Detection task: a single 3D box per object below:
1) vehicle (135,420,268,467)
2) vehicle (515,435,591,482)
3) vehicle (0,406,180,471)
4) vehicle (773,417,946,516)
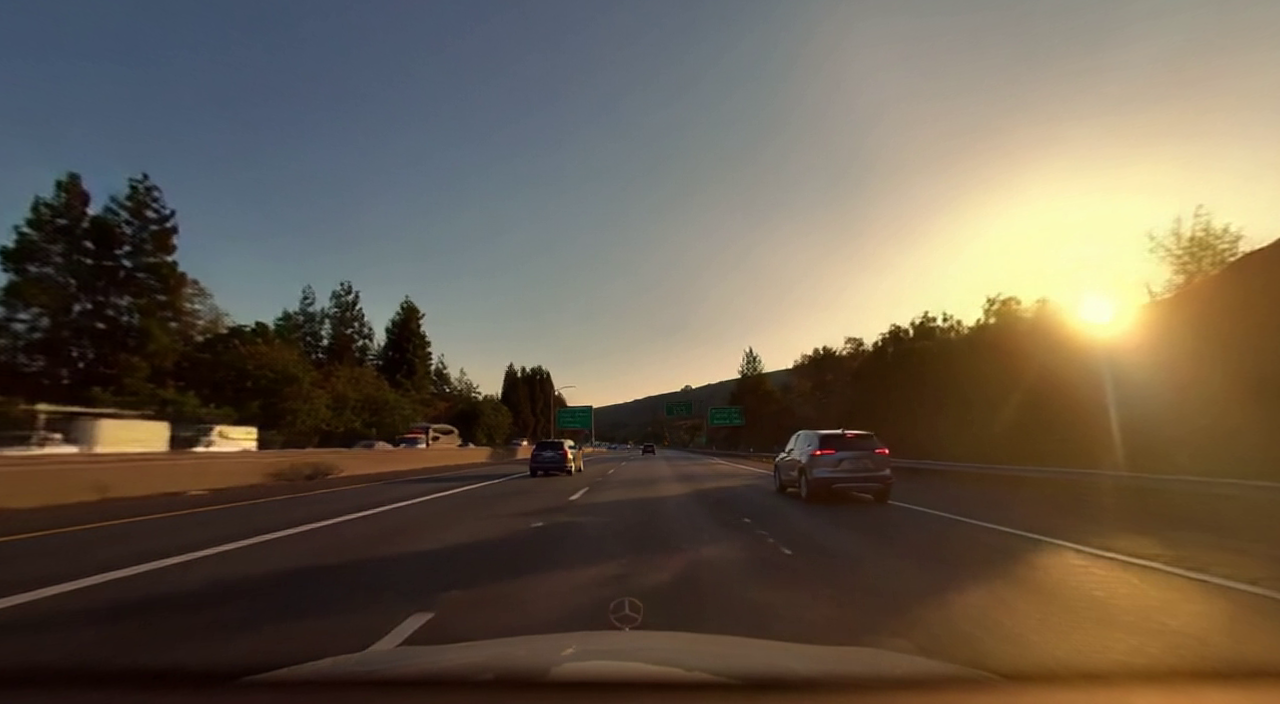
[{"bbox_3d":[-27.859,5.905,40.458,2.685,2.719,7.829,-1,-8,2],"label":"vehicle"},{"bbox_3d":[-3.209,4.043,24.123,2.166,1.608,4.297,0,-8,2],"label":"vehicle"},{"bbox_3d":[-28.236,4.173,30.184,2.850,2.700,11.935,-1,-8,2],"label":"vehicle"},{"bbox_3d":[4.501,2.433,13.803,2.149,1.796,4.487,0,-8,0],"label":"vehicle"}]
